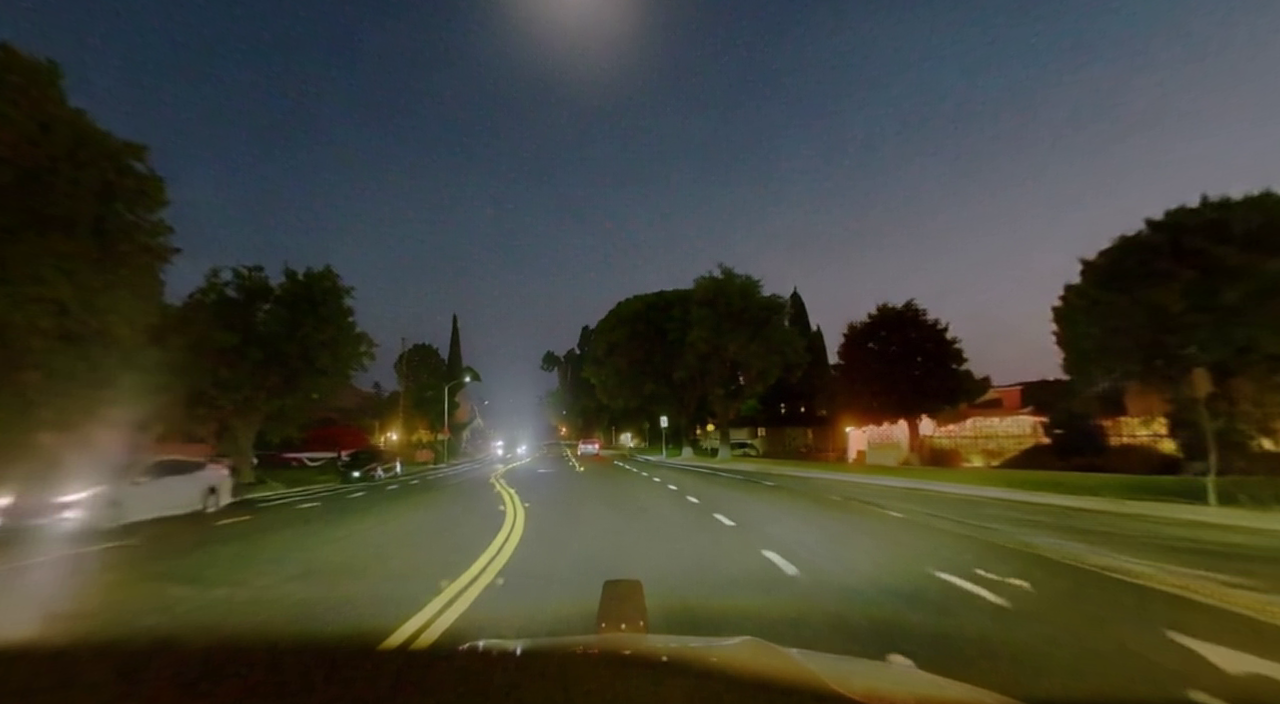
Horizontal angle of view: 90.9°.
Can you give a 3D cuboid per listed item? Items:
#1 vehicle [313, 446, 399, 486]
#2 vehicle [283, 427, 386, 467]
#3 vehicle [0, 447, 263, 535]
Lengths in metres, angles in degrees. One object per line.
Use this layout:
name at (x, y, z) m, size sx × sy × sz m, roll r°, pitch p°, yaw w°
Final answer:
vehicle at (-12.885, 5.154, 28.898) m, size 1.881 × 1.655 × 4.177 m, roll 0°, pitch -8°, yaw 1°
vehicle at (-22.359, 6.980, 46.260) m, size 6.474 × 2.781 × 2.364 m, roll -1°, pitch -8°, yaw 8°
vehicle at (-10.719, 2.819, 13.503) m, size 1.979 × 1.503 × 4.678 m, roll -2°, pitch -9°, yaw 7°
